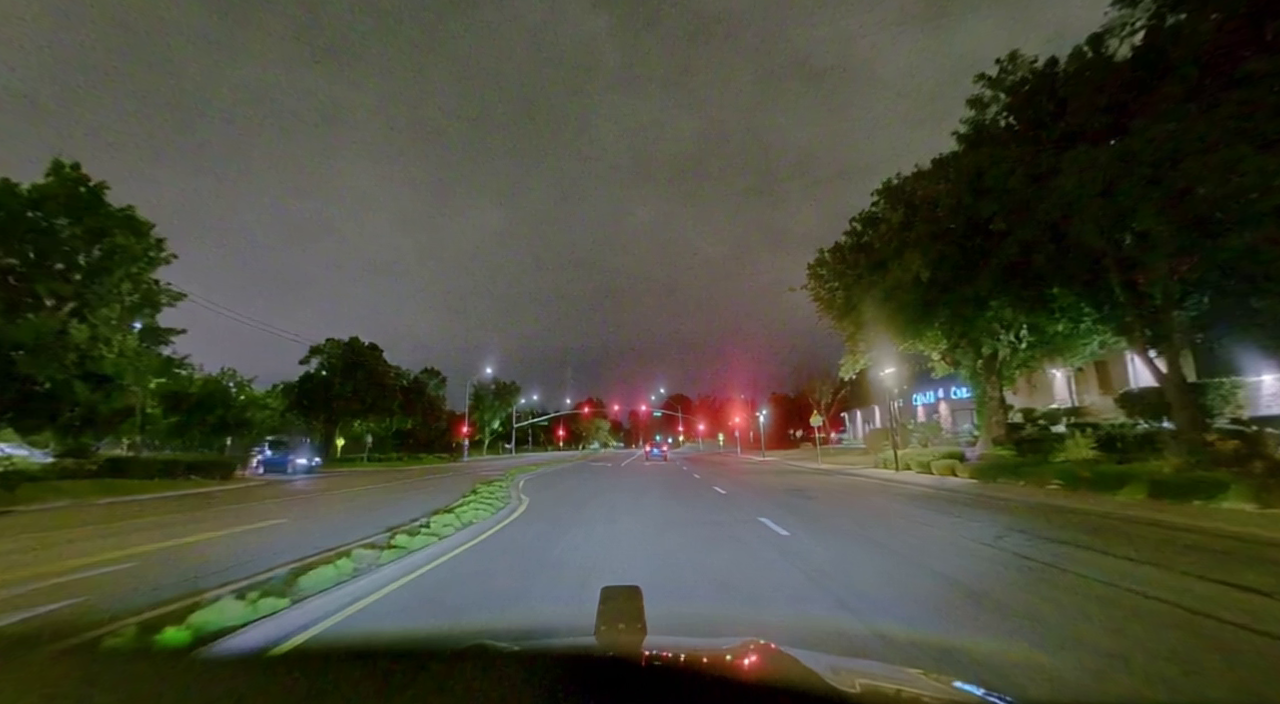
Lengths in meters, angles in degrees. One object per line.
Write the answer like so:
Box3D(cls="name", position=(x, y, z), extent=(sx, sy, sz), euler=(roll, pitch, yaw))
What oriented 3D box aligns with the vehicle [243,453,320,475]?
Box3D(cls="vehicle", position=(-25.920, 8.080, 45.680), extent=(4.438, 1.440, 1.782), euler=(2, -9, -13))
